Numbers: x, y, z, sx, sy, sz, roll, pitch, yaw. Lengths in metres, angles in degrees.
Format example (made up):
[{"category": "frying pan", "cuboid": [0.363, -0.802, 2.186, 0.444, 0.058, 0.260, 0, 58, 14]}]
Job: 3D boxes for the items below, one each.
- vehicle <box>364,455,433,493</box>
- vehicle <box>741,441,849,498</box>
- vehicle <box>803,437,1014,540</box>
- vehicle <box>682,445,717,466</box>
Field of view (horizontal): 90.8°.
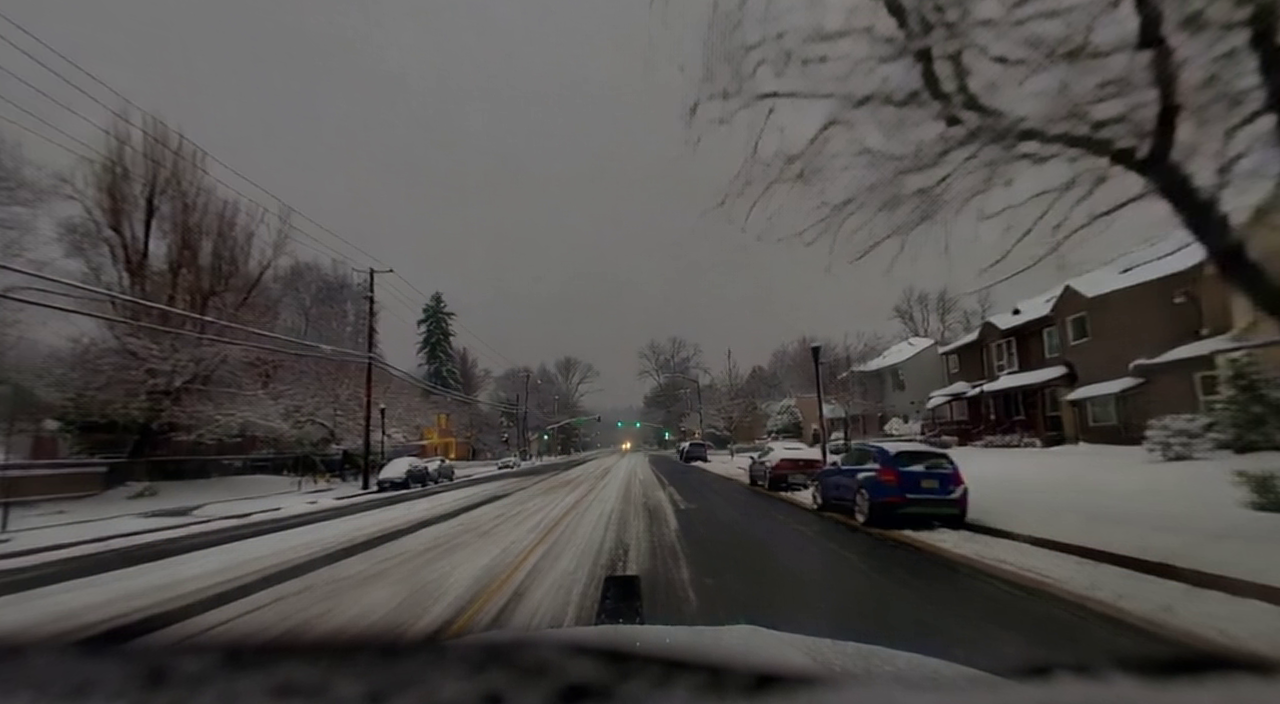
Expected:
[{"category": "vehicle", "cuboid": [-11.633, 5.879, 30.762, 1.845, 1.626, 4.105, 0, -9, -2]}, {"category": "vehicle", "cuboid": [4.472, 3.460, 19.076, 1.887, 1.480, 4.731, 0, -9, -2]}, {"category": "vehicle", "cuboid": [4.564, 2.355, 11.576, 1.924, 1.516, 4.163, 0, -9, -2]}, {"category": "vehicle", "cuboid": [4.298, 7.608, 46.432, 2.010, 1.461, 4.247, 0, -9, -2]}]
